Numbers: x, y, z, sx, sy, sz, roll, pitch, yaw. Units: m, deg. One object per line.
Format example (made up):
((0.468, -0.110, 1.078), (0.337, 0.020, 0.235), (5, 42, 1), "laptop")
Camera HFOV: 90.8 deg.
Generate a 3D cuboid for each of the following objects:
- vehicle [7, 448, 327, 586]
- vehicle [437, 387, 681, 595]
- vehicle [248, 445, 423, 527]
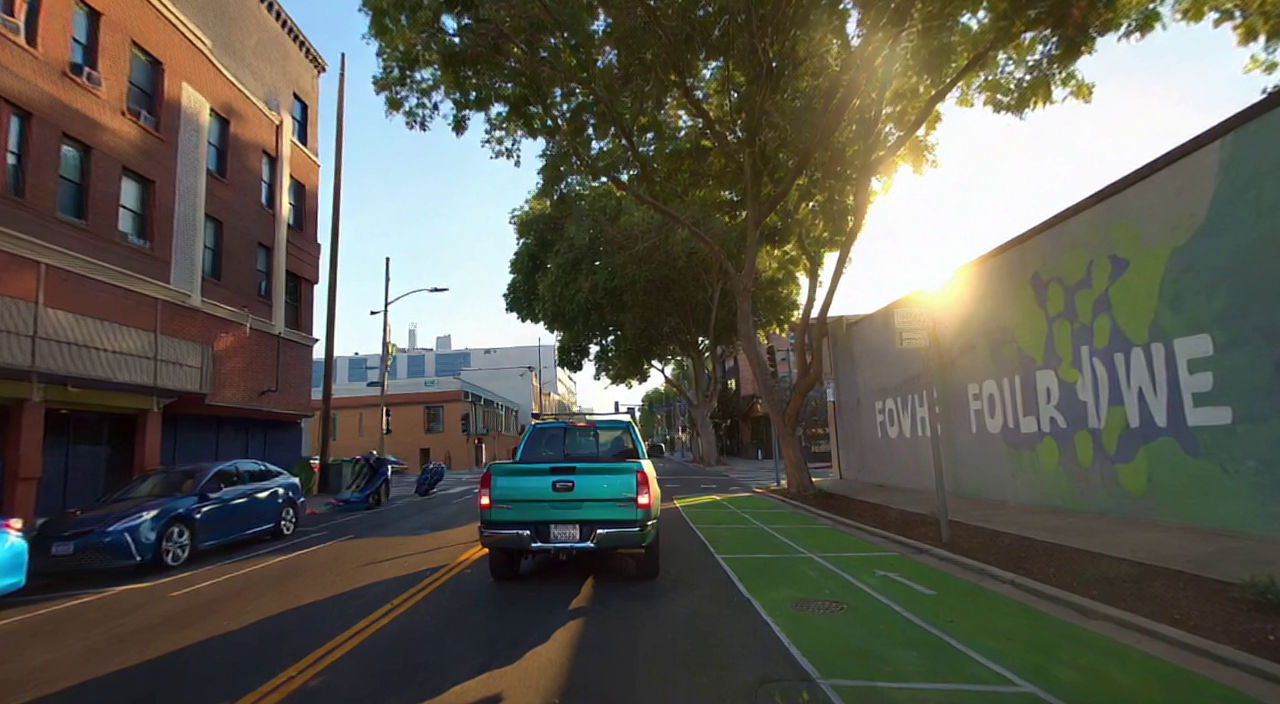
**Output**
((-7.165, 2.453, 10.376), (1.882, 1.686, 4.489), (0, -8, -2), "vehicle")
((-0.709, 1.603, 8.143), (2.215, 1.882, 4.611), (0, -8, 1), "vehicle")
((-7.383, 3.237, 16.063), (1.884, 1.730, 5.076), (0, -8, 0), "vehicle")
